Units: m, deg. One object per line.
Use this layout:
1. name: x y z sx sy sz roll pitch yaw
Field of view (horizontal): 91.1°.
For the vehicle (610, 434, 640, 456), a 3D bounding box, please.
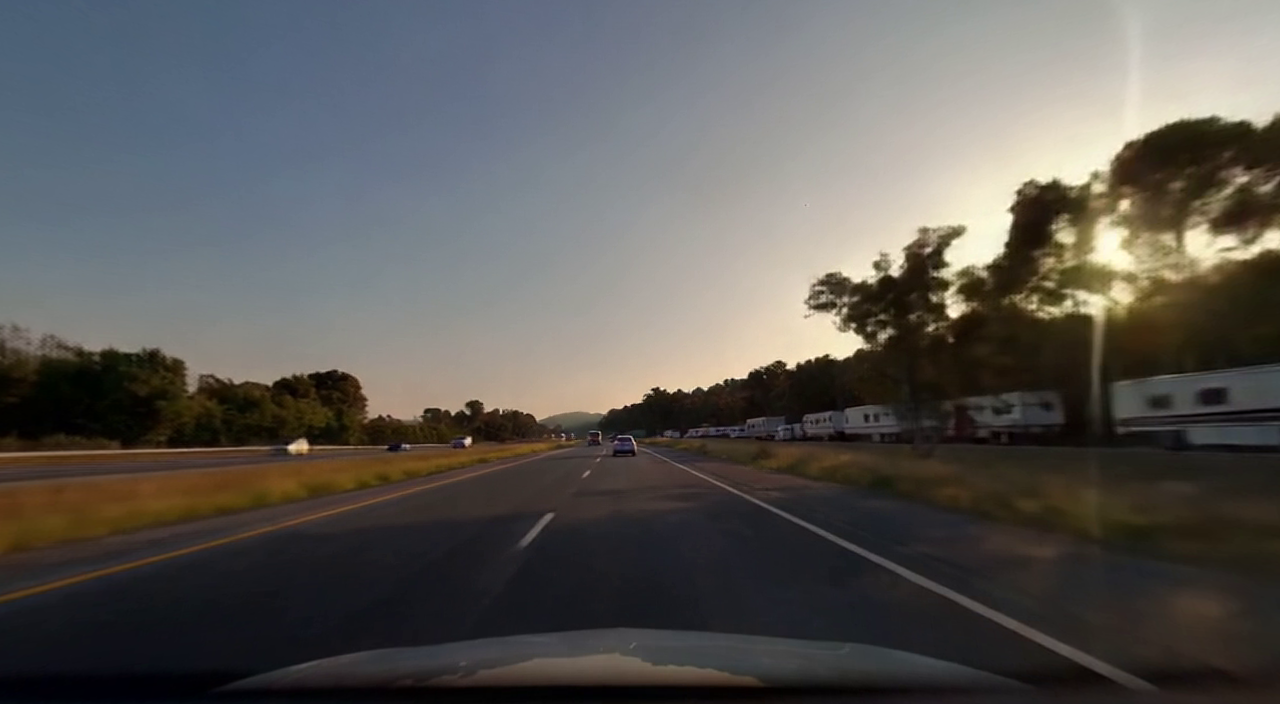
1. vehicle: -1.113 6.567 44.687 2.037 1.504 4.248 0 -8 -2
